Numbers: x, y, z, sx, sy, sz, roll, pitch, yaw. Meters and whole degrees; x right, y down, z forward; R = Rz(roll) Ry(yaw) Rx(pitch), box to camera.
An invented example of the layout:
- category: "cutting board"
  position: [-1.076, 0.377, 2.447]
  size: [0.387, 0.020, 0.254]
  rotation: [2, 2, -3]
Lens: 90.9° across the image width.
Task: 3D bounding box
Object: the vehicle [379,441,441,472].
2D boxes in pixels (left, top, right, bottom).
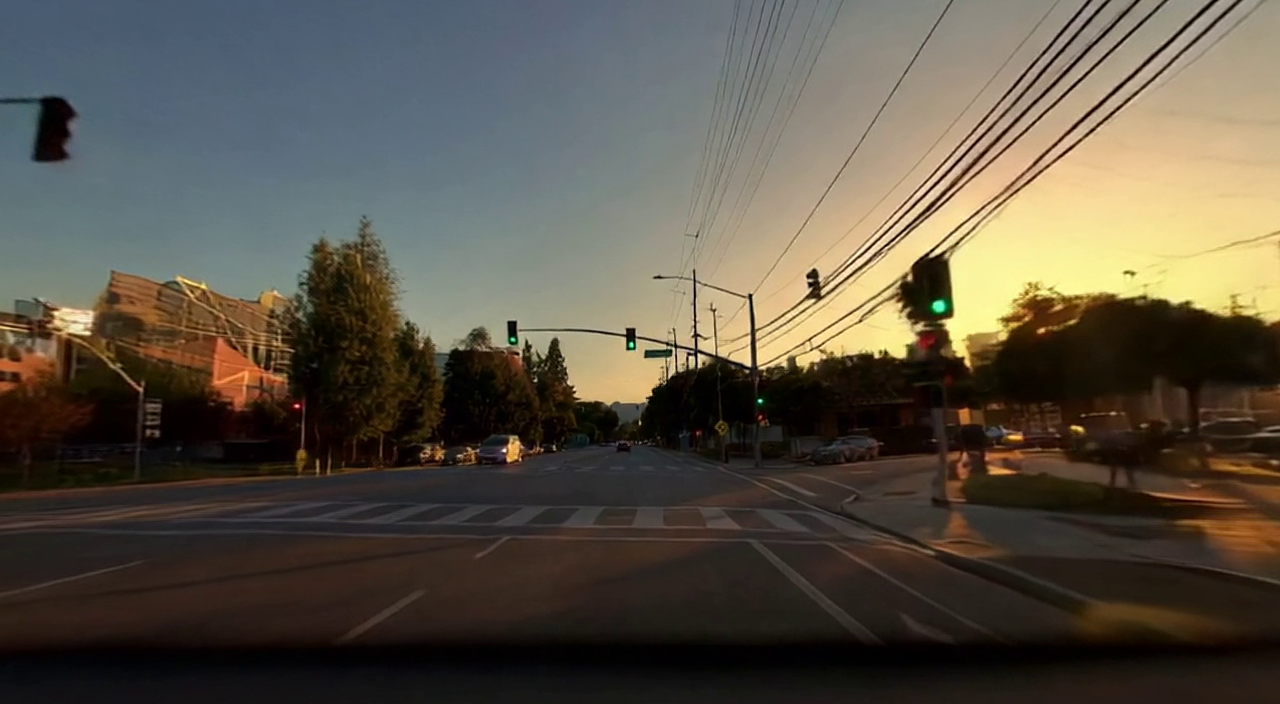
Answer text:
- category: "vehicle"
  position: [-14.951, 6.825, 41.300]
  size: [2.112, 1.880, 4.479]
  rotation: [-1, -8, 4]

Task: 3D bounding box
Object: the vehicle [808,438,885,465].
- category: "vehicle"
  position: [13.285, 6.417, 40.803]
  size: [1.897, 1.532, 4.694]
  rotation: [2, -9, -27]

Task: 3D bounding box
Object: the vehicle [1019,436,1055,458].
- category: "vehicle"
  position: [30.107, 7.205, 47.900]
  size: [1.740, 1.414, 3.875]
  rotation: [-6, -6, 25]

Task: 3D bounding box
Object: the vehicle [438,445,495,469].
- category: "vehicle"
  position: [-11.524, 7.015, 42.335]
  size: [2.090, 1.519, 4.919]
  rotation: [-1, -8, 5]

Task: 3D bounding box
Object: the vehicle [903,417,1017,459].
- category: "vehicle"
  position: [19.697, 5.422, 39.200]
  size: [2.609, 2.332, 5.734]
  rotation: [4, -11, -26]

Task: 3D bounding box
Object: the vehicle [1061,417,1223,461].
- category: "vehicle"
  position: [26.192, 4.615, 33.268]
  size: [2.370, 2.038, 6.186]
  rotation: [3, -9, -23]
